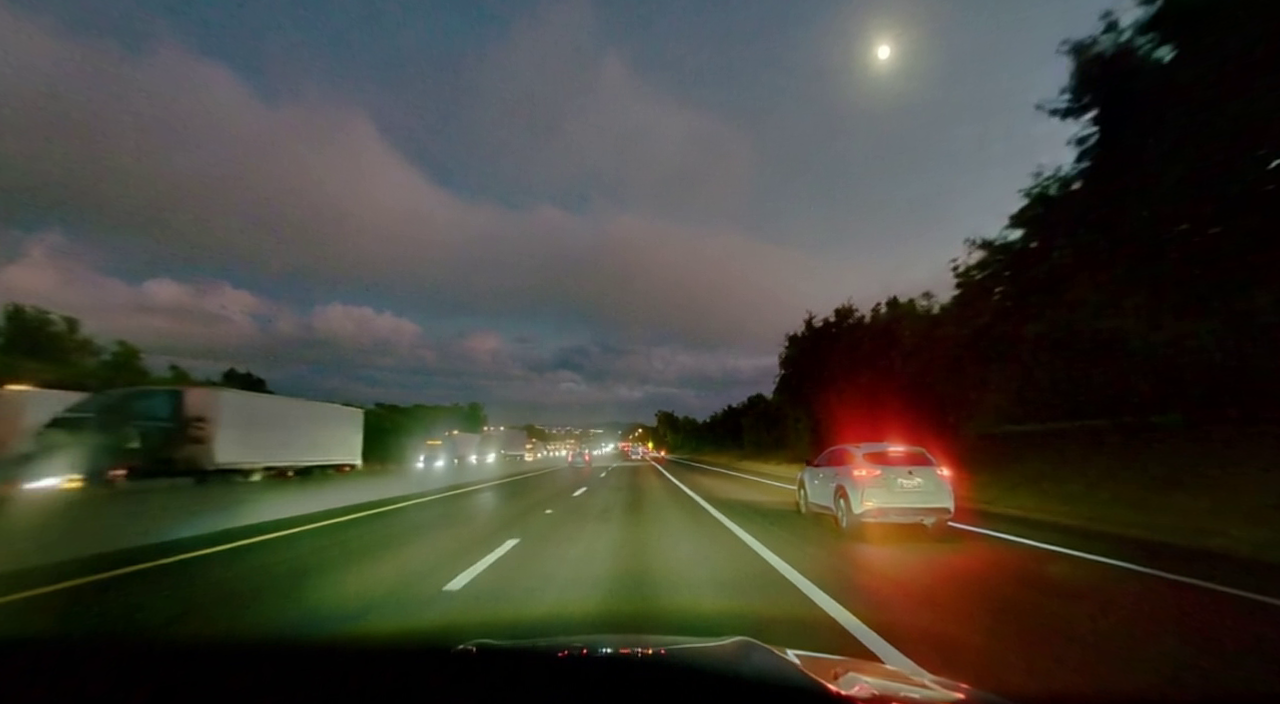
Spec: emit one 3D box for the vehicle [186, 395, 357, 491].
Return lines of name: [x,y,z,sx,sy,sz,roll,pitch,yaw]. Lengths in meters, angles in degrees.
vehicle: [-15.756,4.058,27.871,2.737,3.637,7.760,0,-9,0]

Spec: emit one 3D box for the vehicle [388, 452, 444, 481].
vehicle: [-12.707,6.498,35.975,1.783,1.511,3.874,1,-9,-1]

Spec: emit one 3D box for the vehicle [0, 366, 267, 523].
vehicle: [-15.733,2.808,19.099,3.010,3.579,9.290,0,-9,0]

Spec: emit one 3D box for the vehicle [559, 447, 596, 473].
vehicle: [-3.915,6.836,40.125,1.978,1.539,3.924,0,-9,0]

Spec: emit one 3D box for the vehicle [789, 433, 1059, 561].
vehicle: [3.904,2.073,9.734,2.053,1.504,4.386,0,-9,-1]
